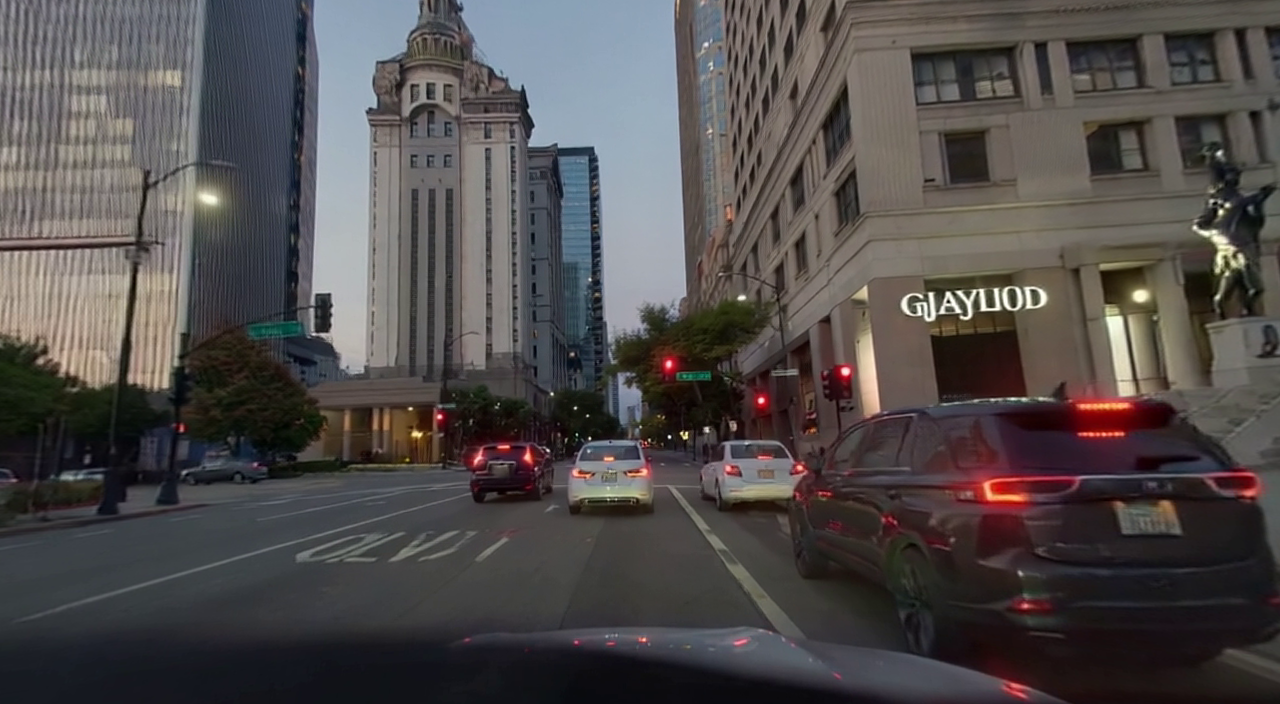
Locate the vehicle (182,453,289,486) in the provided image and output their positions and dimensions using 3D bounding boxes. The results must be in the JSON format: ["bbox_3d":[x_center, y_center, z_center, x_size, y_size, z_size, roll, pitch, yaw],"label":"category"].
[{"bbox_3d":[-22.954,6.647,36.044,4.612,1.752,1.953,2,-9,-15],"label":"vehicle"}]

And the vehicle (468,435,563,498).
[{"bbox_3d":[-3.573,3.388,19.143,2.045,1.633,4.864,0,-9,-2],"label":"vehicle"}]

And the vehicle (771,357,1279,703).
[{"bbox_3d":[2.647,1.234,5.282,2.096,1.775,4.440,0,-9,-1],"label":"vehicle"}]

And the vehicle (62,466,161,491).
[{"bbox_3d":[-32.308,7.722,38.681,4.392,1.427,1.764,0,-9,-1],"label":"vehicle"}]

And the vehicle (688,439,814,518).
[{"bbox_3d":[2.243,2.701,14.047,1.943,1.449,4.202,0,-9,-1],"label":"vehicle"}]

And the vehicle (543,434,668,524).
[{"bbox_3d":[-0.610,2.443,12.700,2.096,1.492,4.071,0,-9,-1],"label":"vehicle"}]
